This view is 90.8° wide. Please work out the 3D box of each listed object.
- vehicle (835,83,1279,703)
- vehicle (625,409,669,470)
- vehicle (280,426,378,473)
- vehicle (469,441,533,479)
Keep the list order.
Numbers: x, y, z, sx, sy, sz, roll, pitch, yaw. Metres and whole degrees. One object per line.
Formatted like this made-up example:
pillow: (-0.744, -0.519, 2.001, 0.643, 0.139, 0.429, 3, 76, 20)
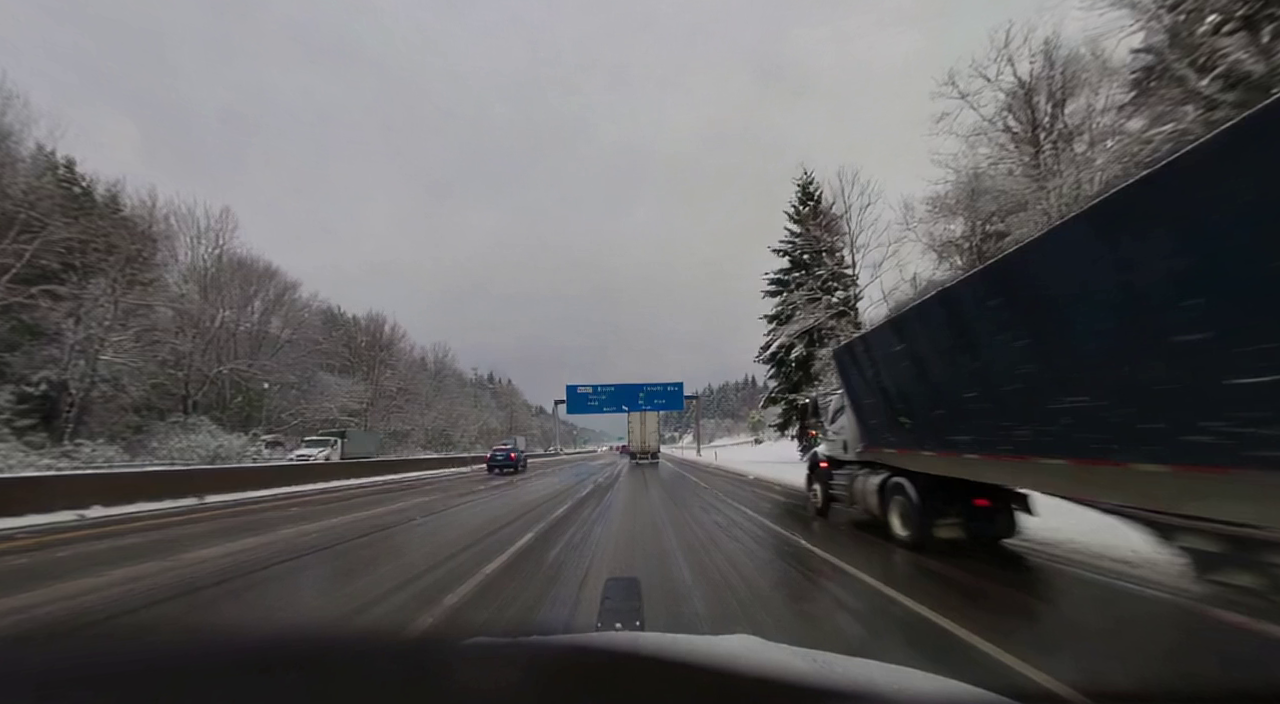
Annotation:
vehicle: (3.902, 0.633, 4.781, 2.442, 2.717, 7.729, -1, -10, 1)
vehicle: (0.464, 6.939, 48.971, 2.901, 4.032, 14.338, 0, -9, 0)
vehicle: (-24.045, 7.676, 49.464, 2.944, 3.338, 9.147, 0, -9, 0)
vehicle: (-6.813, 5.351, 31.460, 2.119, 1.754, 4.404, 0, -9, 1)
